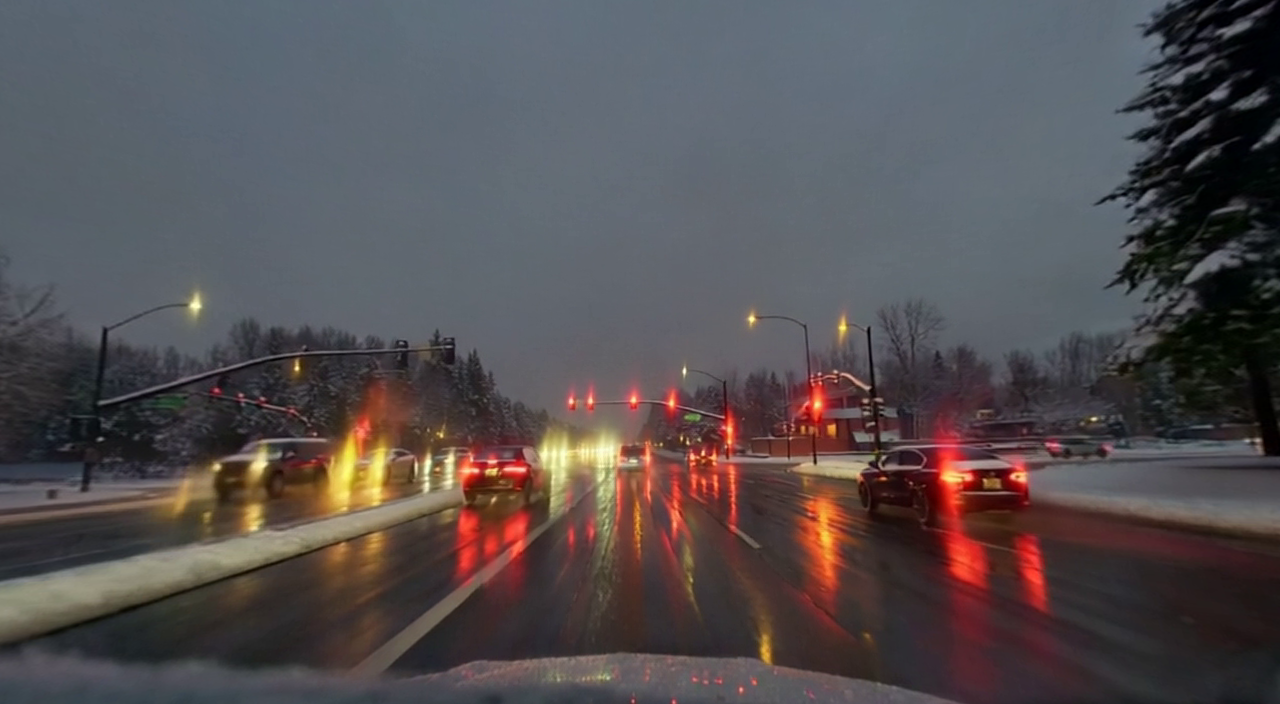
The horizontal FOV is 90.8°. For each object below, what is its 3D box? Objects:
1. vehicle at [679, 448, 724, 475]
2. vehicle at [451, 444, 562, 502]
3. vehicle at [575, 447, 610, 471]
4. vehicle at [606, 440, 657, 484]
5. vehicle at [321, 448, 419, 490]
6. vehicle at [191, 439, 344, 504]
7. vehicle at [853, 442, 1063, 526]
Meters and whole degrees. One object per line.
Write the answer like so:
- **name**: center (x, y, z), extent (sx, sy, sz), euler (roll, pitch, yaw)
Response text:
- **vehicle**: center (3.427, 6.152, 35.757), extent (2.014, 1.430, 4.103), euler (0, -8, -2)
- **vehicle**: center (-3.727, 3.462, 18.560), extent (2.163, 1.474, 4.413), euler (0, -8, 2)
- **vehicle**: center (-3.123, 7.100, 42.259), extent (2.002, 1.502, 4.057), euler (0, -8, 0)
- **vehicle**: center (-0.327, 4.676, 27.199), extent (2.008, 1.716, 4.125), euler (0, -8, 0)
- **vehicle**: center (-10.751, 4.653, 25.535), extent (1.924, 1.479, 4.508), euler (0, -8, 0)
- **vehicle**: center (-10.936, 3.506, 18.978), extent (2.026, 1.706, 4.041), euler (0, -8, 1)
- **vehicle**: center (6.418, 2.678, 13.517), extent (2.028, 1.451, 4.625), euler (0, -8, -1)
